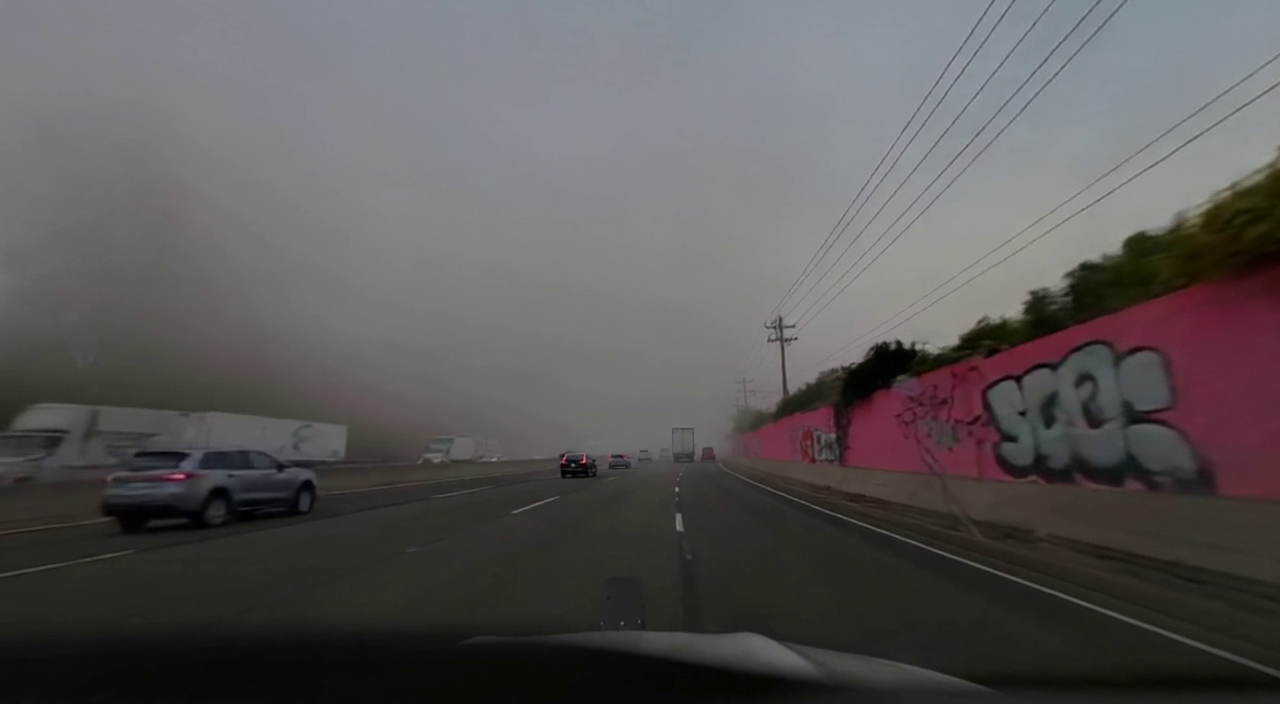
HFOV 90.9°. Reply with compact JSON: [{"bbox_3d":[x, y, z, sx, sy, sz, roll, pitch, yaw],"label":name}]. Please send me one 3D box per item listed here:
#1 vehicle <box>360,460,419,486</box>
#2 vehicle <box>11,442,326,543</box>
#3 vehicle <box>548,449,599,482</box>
[{"bbox_3d":[-15.068,7.277,38.075,1.789,1.390,3.746,-1,-9,4],"label":"vehicle"},{"bbox_3d":[-8.394,2.521,12.025,2.142,1.503,4.767,-1,-9,3],"label":"vehicle"},{"bbox_3d":[-3.371,5.834,32.714,1.966,1.565,3.766,-1,-9,4],"label":"vehicle"}]
